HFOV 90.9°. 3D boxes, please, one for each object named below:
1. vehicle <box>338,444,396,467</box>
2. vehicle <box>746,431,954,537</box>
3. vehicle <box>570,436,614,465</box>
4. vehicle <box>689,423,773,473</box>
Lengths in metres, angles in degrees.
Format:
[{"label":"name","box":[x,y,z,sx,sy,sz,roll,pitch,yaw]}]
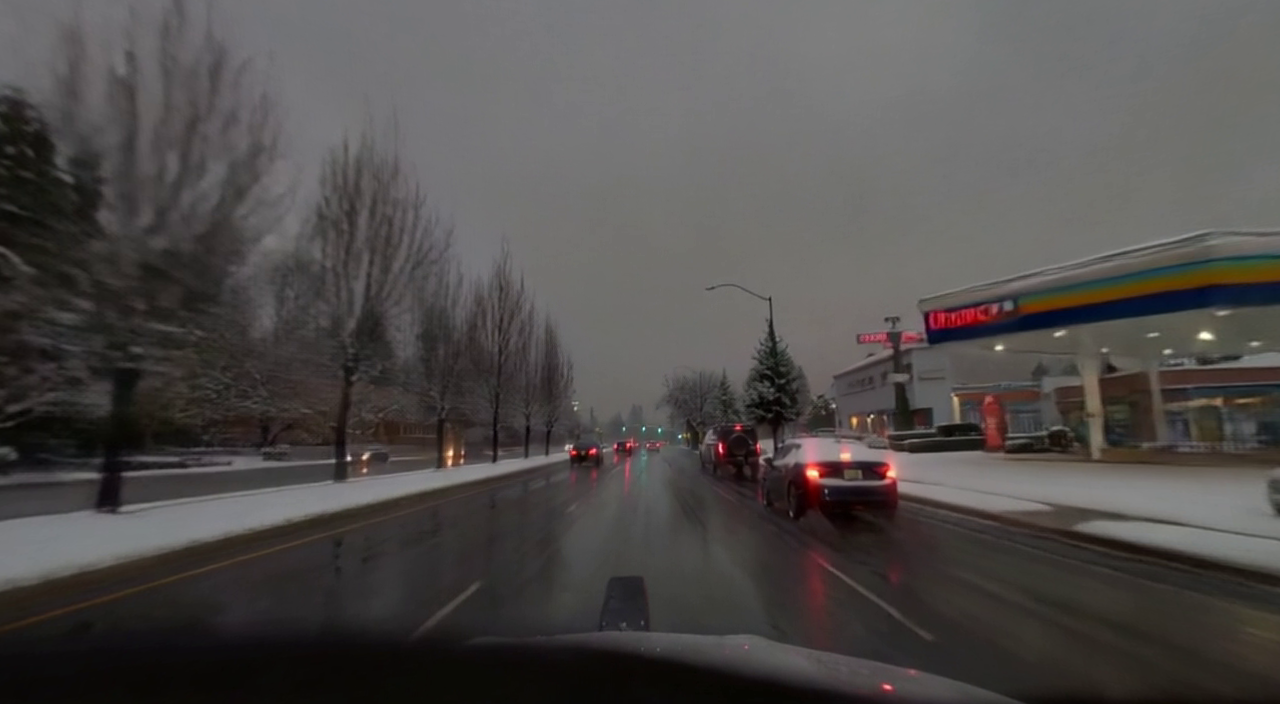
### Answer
[{"label":"vehicle","box":[-21.096,7.971,48.913,2.106,1.660,4.699,-1,-8,4]},{"label":"vehicle","box":[3.339,2.195,11.220,2.095,1.475,4.686,0,-8,0]},{"label":"vehicle","box":[-2.945,6.159,39.572,2.250,1.713,4.422,0,-8,2]},{"label":"vehicle","box":[4.272,4.693,31.056,3.245,2.199,6.295,0,-8,0]}]
